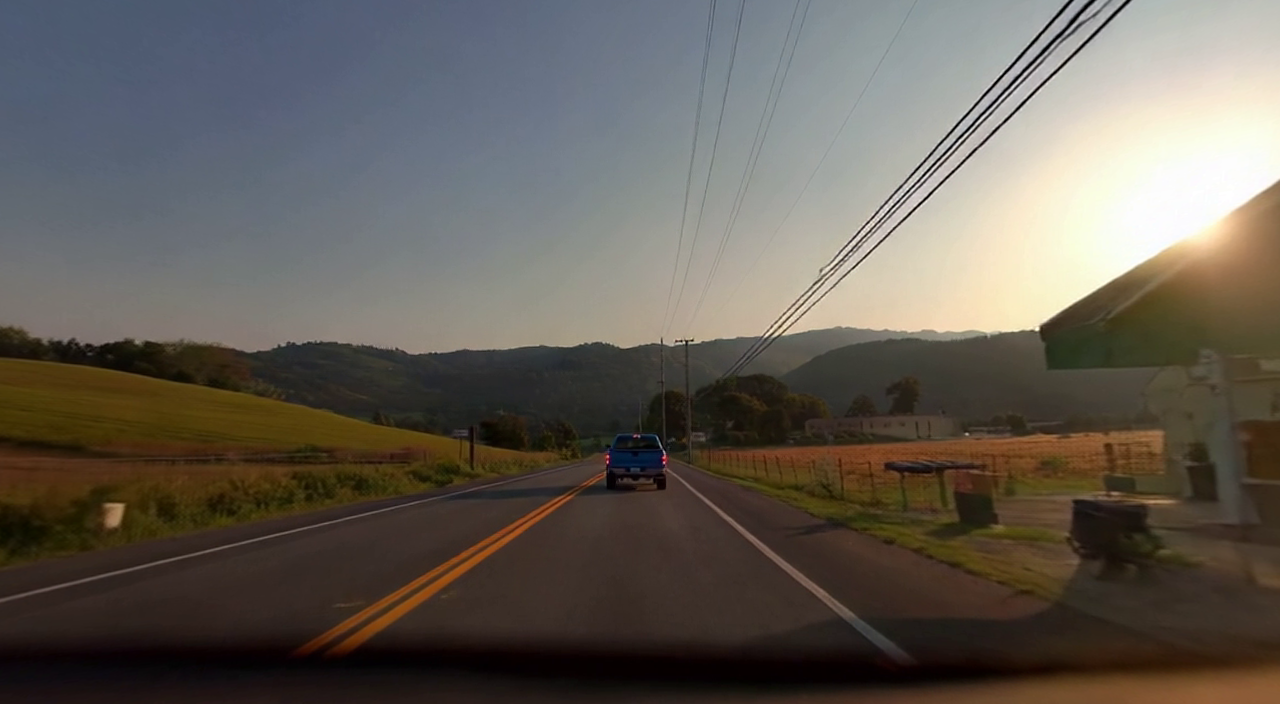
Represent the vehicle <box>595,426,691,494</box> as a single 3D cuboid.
[{"bbox_3d":[0.074,3.830,22.950,2.921,2.031,7.416,0,-8,0],"label":"vehicle"}]
